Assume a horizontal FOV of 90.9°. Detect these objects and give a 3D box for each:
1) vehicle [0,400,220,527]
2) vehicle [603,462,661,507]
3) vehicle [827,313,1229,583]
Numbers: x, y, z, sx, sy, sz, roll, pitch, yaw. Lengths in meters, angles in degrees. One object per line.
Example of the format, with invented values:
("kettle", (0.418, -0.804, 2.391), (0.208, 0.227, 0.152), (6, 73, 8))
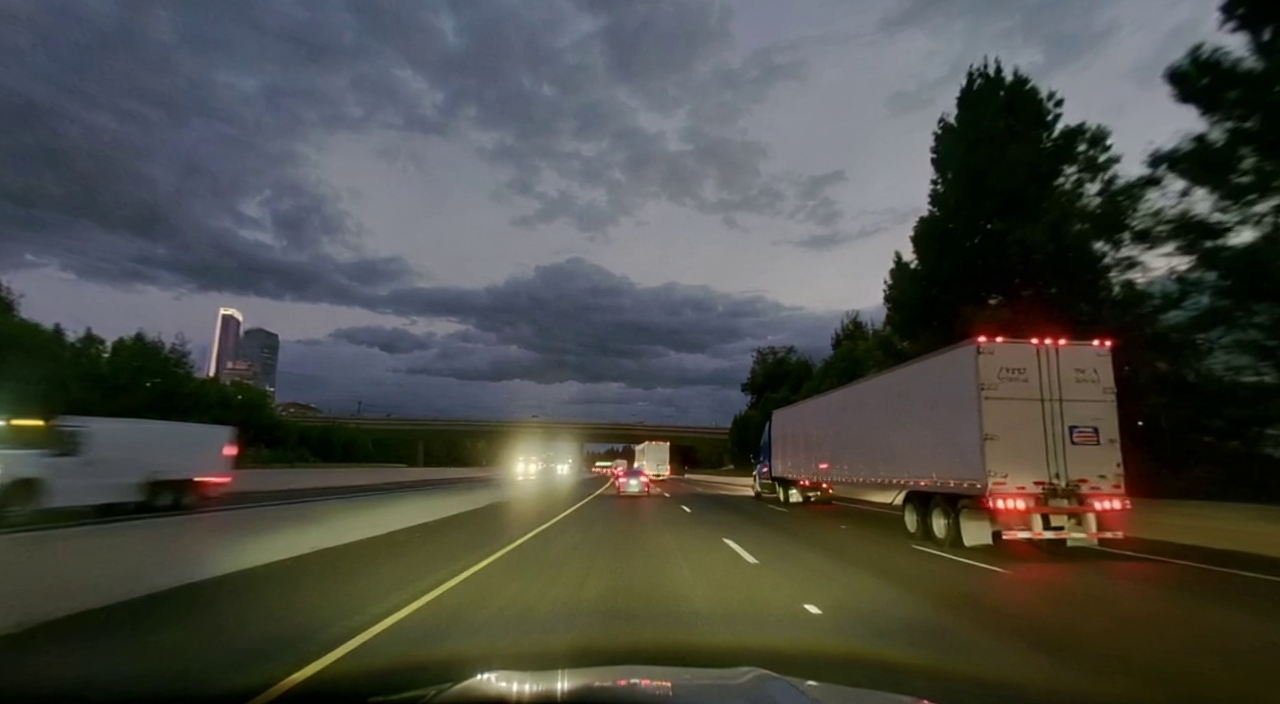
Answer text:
("vehicle", (-9.211, 1.712, 9.656), (2.069, 1.588, 5.111), (1, -11, -1))
("vehicle", (-0.320, 5.105, 24.458), (2.067, 1.552, 3.601), (1, -11, -1))
("vehicle", (6.483, 2.006, 12.744), (2.839, 3.684, 8.091), (1, -10, 0))
